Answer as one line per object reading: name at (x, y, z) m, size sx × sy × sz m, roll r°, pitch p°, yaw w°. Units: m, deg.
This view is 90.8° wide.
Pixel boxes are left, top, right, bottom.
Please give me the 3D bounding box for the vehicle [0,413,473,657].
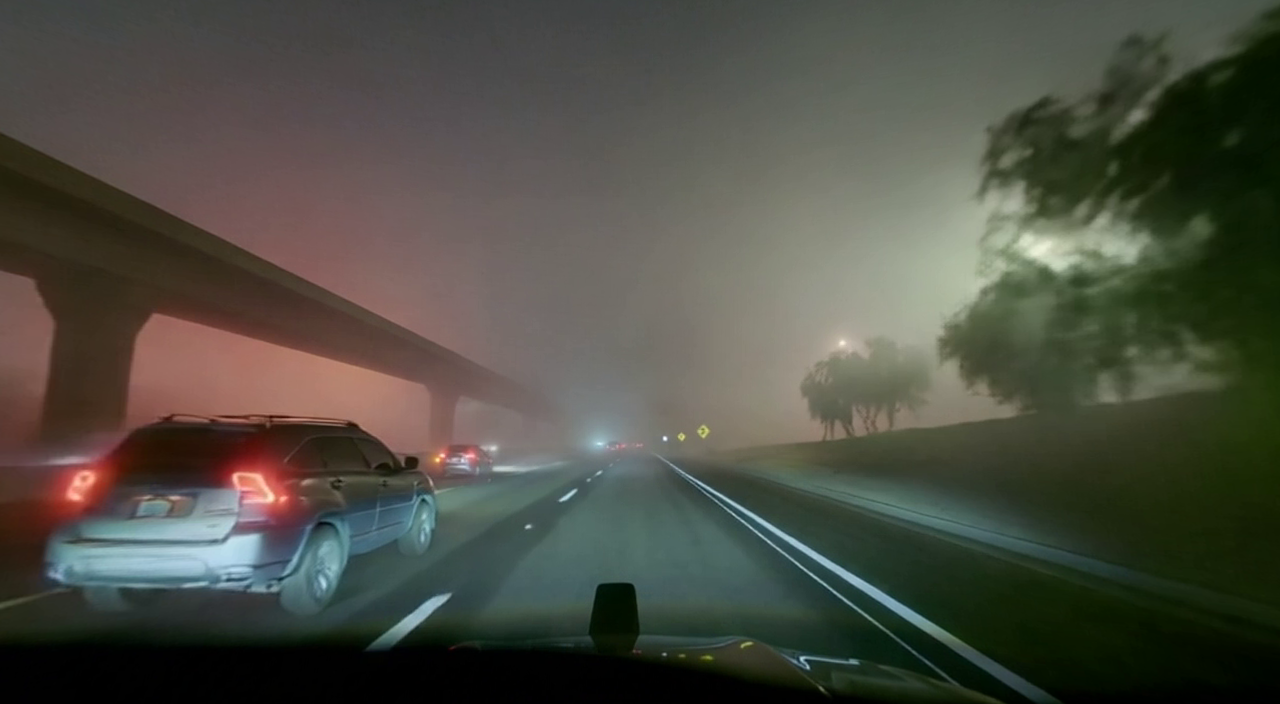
vehicle at (-3.302, 1.490, 6.336) m, size 1.978 × 1.499 × 4.695 m, roll 0°, pitch -9°, yaw 0°
